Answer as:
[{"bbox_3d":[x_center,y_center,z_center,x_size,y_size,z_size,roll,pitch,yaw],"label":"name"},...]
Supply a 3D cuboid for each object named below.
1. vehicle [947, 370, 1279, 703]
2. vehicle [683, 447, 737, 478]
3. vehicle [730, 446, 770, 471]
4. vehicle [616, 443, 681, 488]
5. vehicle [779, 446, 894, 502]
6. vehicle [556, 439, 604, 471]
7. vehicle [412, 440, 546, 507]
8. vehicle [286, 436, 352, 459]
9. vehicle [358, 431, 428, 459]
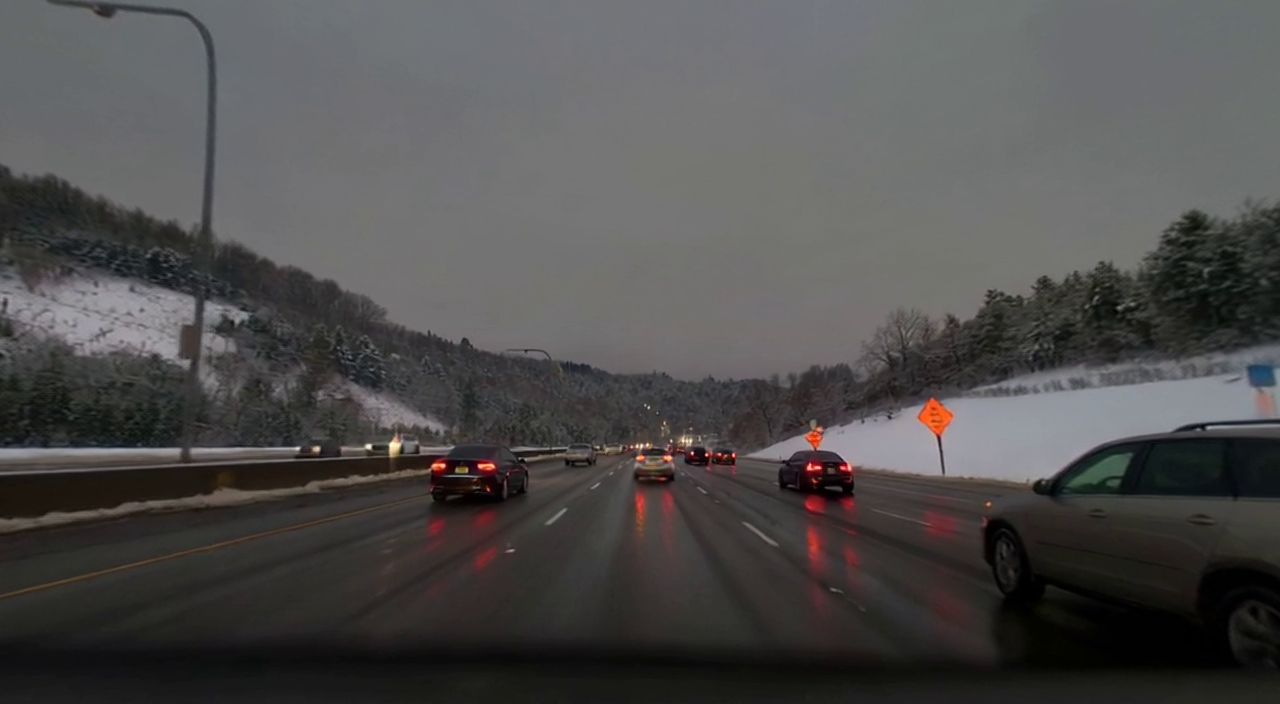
[{"bbox_3d":[3.835,1.007,3.380,2.018,1.670,4.658,0,-9,0],"label":"vehicle"},{"bbox_3d":[3.435,5.506,31.718,2.177,1.453,4.205,0,-9,-1],"label":"vehicle"},{"bbox_3d":[8.093,7.869,46.838,2.042,1.684,4.609,0,-9,0],"label":"vehicle"},{"bbox_3d":[0.279,4.114,23.187,2.138,1.473,4.392,0,-9,0],"label":"vehicle"},{"bbox_3d":[5.690,3.553,18.862,1.867,1.465,4.093,0,-9,-4],"label":"vehicle"},{"bbox_3d":[-3.360,5.859,36.144,2.234,1.675,4.527,-1,-9,1],"label":"vehicle"},{"bbox_3d":[-3.834,2.982,15.913,2.232,1.438,4.163,0,-9,1],"label":"vehicle"},{"bbox_3d":[-21.503,6.423,42.454,1.996,1.473,4.452,-1,-9,2],"label":"vehicle"},{"bbox_3d":[-15.104,5.751,38.958,2.257,1.591,4.861,-1,-9,1],"label":"vehicle"}]
